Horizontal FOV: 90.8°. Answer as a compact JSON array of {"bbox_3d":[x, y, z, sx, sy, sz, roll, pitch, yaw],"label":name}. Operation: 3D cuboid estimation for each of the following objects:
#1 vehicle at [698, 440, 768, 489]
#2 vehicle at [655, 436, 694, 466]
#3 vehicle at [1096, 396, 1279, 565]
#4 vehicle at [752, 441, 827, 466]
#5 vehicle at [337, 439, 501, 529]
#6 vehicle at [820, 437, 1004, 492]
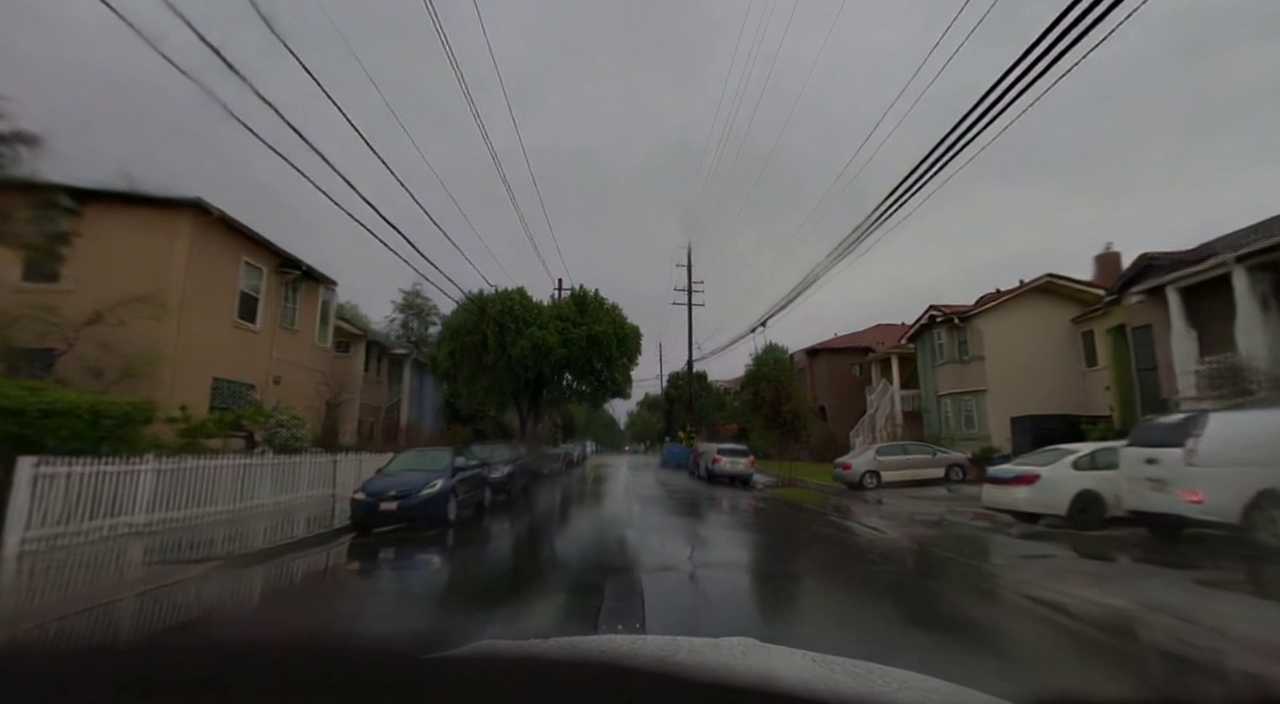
[{"bbox_3d":[3.250,4.014,22.799,1.916,1.587,3.986,0,-8,0],"label":"vehicle"},{"bbox_3d":[2.568,7.526,48.246,2.564,2.155,6.053,0,-8,-1],"label":"vehicle"},{"bbox_3d":[8.827,1.564,8.092,4.512,1.841,1.912,1,-9,-4],"label":"vehicle"},{"bbox_3d":[9.358,6.383,39.688,4.148,1.516,1.976,0,-8,-2],"label":"vehicle"},{"bbox_3d":[-4.175,2.528,12.739,1.745,1.490,4.304,0,-8,0],"label":"vehicle"},{"bbox_3d":[7.782,3.242,18.441,4.480,1.497,1.884,0,-8,1],"label":"vehicle"}]
